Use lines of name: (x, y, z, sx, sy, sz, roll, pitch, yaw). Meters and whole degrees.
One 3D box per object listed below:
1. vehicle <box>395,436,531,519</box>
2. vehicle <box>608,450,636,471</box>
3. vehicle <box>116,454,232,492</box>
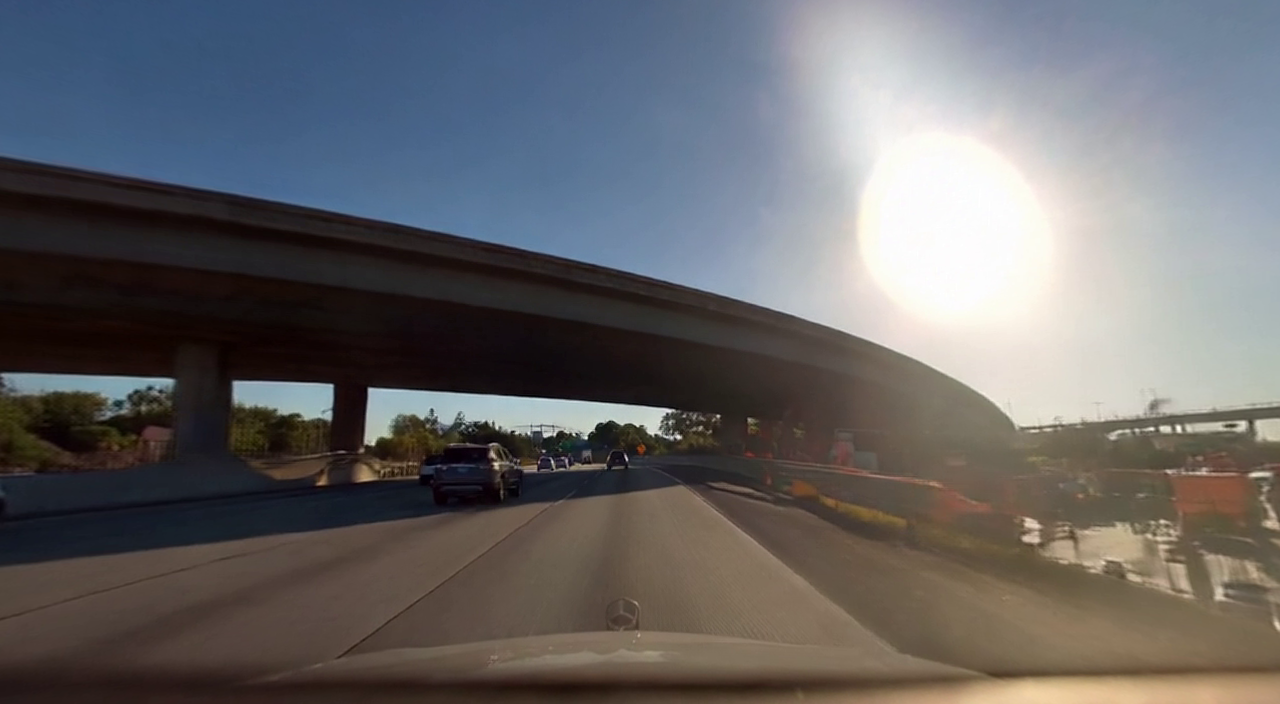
vehicle: (-3.939, 2.847, 14.902, 2.024, 1.655, 4.192, 0, -9, 0)
vehicle: (-1.403, 8.113, 47.387, 2.051, 1.459, 4.092, 0, -9, -3)
vehicle: (-22.026, 5.711, 30.162, 1.898, 1.612, 4.808, 0, -8, -1)
